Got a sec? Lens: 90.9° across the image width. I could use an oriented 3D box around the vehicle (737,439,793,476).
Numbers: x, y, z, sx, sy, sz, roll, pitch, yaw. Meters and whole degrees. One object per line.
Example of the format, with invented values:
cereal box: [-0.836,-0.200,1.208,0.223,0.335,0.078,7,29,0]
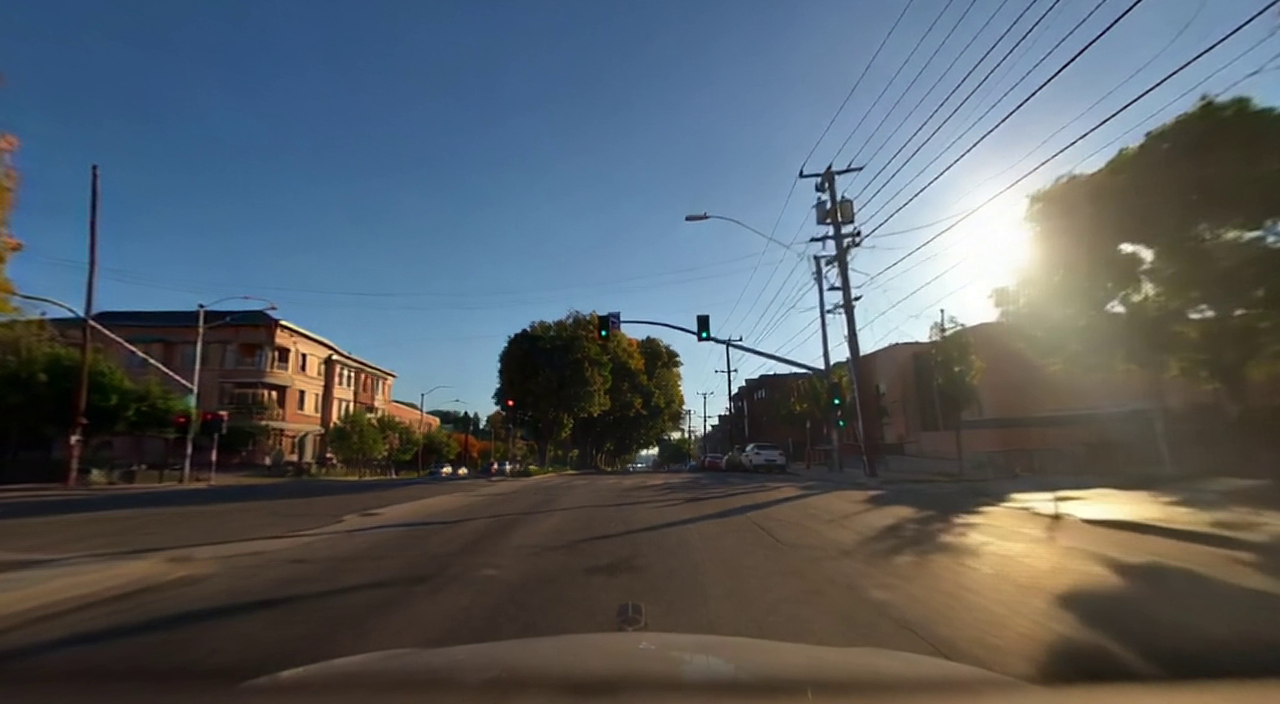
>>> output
vehicle: [7.000,5.956,35.886,2.148,1.904,4.910,0,-8,-1]
